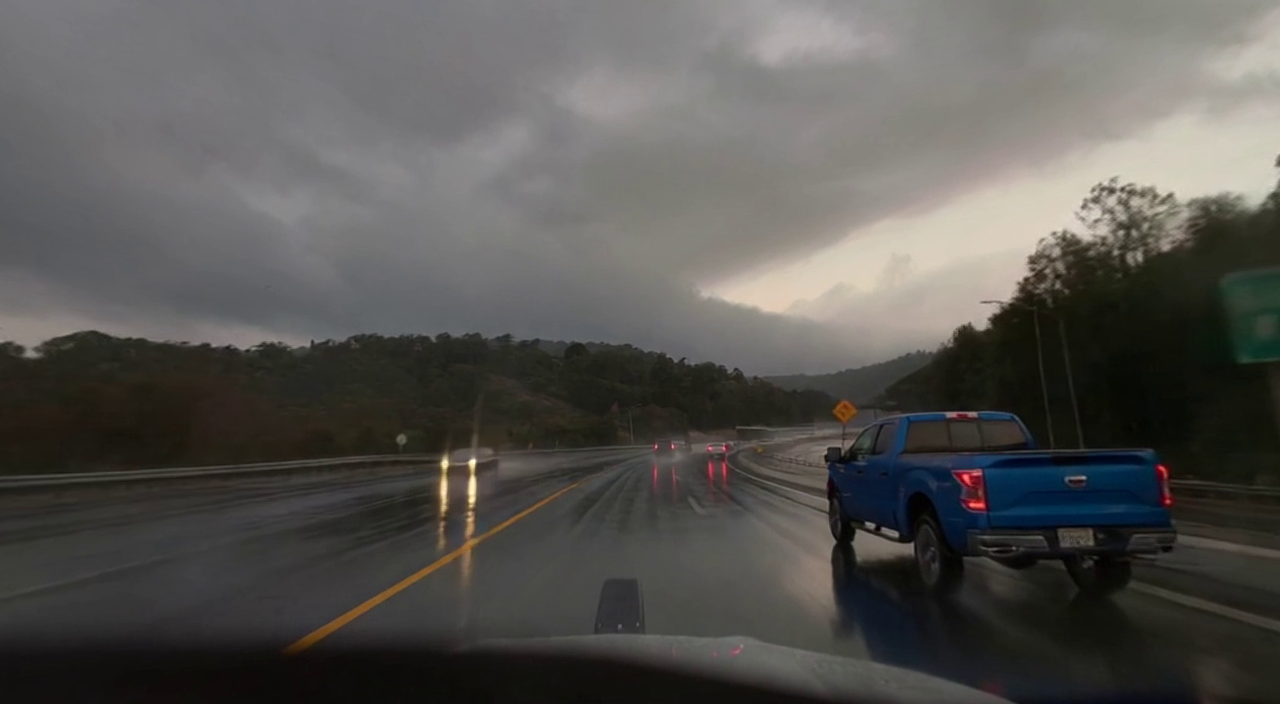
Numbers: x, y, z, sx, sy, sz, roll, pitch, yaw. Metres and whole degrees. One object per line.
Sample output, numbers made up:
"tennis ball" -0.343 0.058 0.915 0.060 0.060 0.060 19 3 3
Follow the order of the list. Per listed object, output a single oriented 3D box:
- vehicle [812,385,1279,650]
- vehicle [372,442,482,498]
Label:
"vehicle" 3.545 1.450 6.620 2.151 1.744 4.709 0 -9 0
"vehicle" -7.659 4.253 23.331 2.162 1.816 4.951 -1 -9 2
